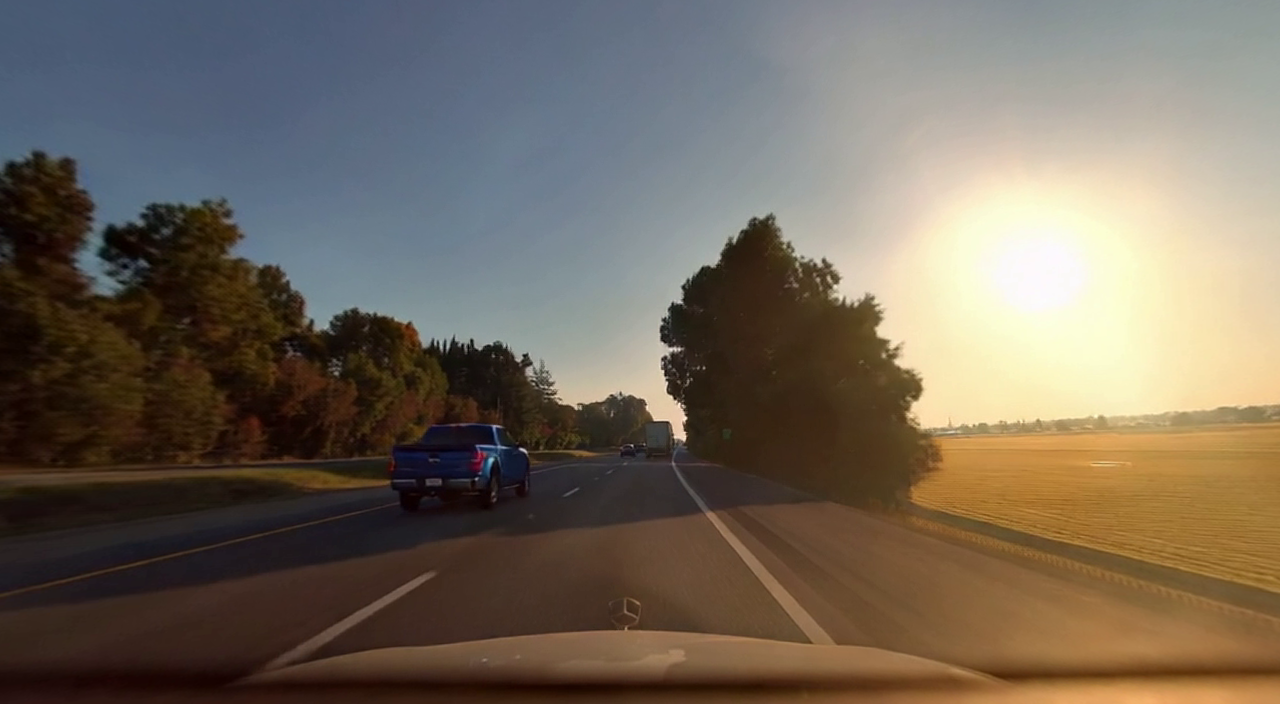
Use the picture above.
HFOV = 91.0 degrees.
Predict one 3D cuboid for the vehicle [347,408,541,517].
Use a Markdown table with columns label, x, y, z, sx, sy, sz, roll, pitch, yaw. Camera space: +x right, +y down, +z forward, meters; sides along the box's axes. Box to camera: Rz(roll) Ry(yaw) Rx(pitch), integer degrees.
| label | x | y | z | sx | sy | sz | roll | pitch | yaw |
| --- | --- | --- | --- | --- | --- | --- | --- | --- | --- |
| vehicle | -3.699 | 2.241 | 13.123 | 2.295 | 1.815 | 4.983 | 0 | -9 | 2 |
